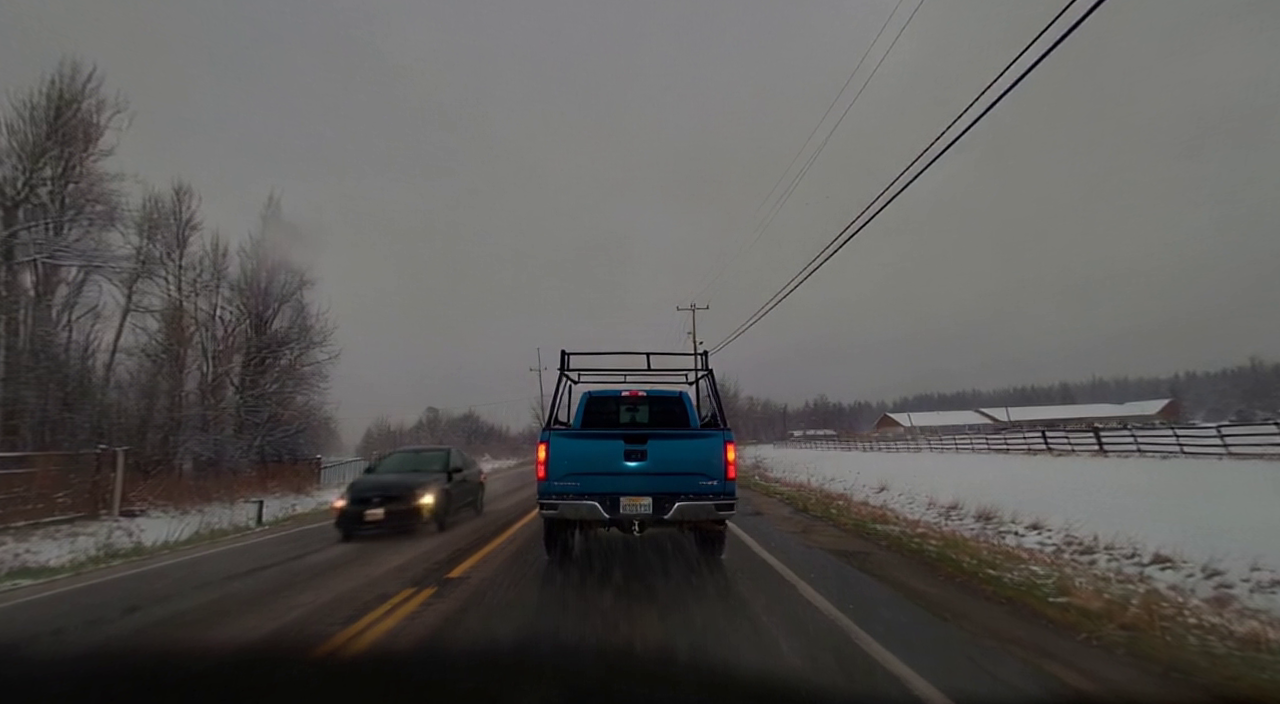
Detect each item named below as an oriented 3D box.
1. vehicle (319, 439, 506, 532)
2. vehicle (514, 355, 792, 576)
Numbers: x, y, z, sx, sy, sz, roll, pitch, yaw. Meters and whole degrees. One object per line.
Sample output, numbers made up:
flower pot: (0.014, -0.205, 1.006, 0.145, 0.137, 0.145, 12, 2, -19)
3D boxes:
vehicle: (-4.093, 2.464, 12.292, 2.014, 1.459, 4.349, 0, -8, 0)
vehicle: (0.041, 1.724, 10.386, 2.912, 2.320, 7.292, 0, -8, -2)
